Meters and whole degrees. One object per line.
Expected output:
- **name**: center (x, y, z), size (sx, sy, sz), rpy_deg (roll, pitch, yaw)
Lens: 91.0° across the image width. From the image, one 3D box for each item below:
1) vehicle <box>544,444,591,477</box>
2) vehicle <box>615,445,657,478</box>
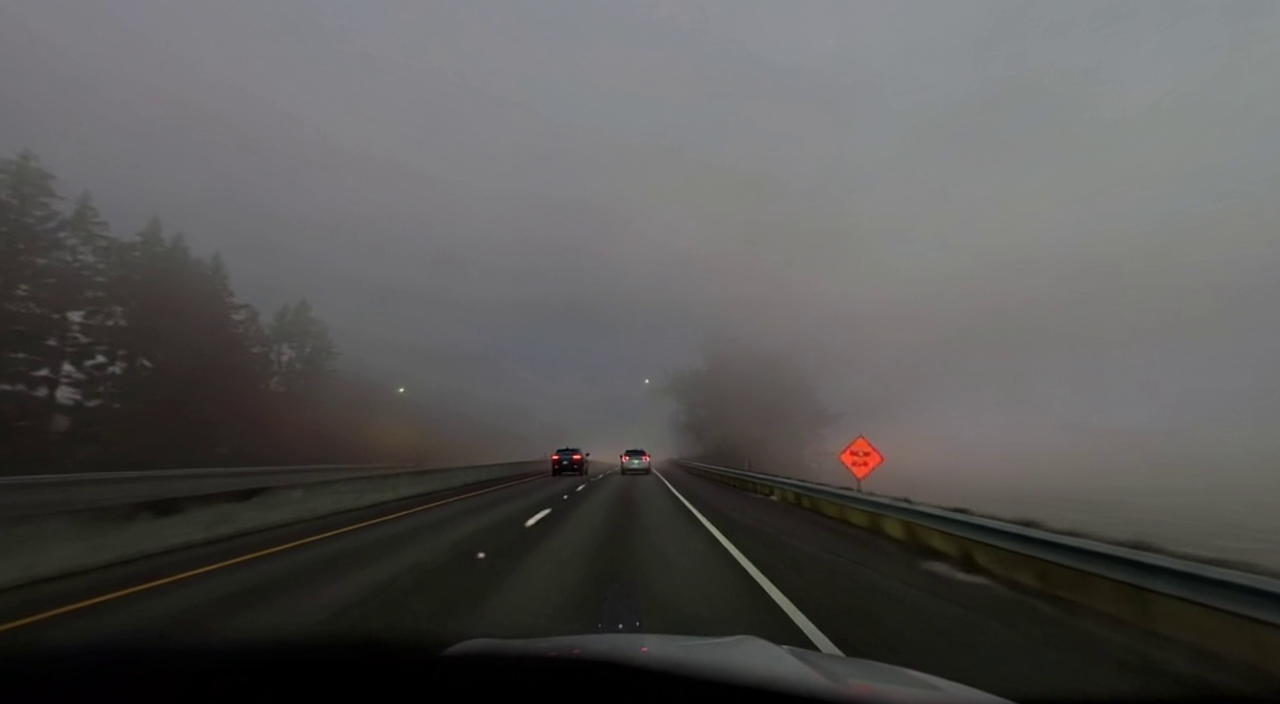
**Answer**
- **vehicle**: center (-4.040, 6.154, 35.862), size (2.130, 1.741, 4.665), rpy_deg (0, -9, 0)
- **vehicle**: center (-0.194, 5.930, 34.301), size (2.130, 1.684, 3.826), rpy_deg (0, -9, 0)
